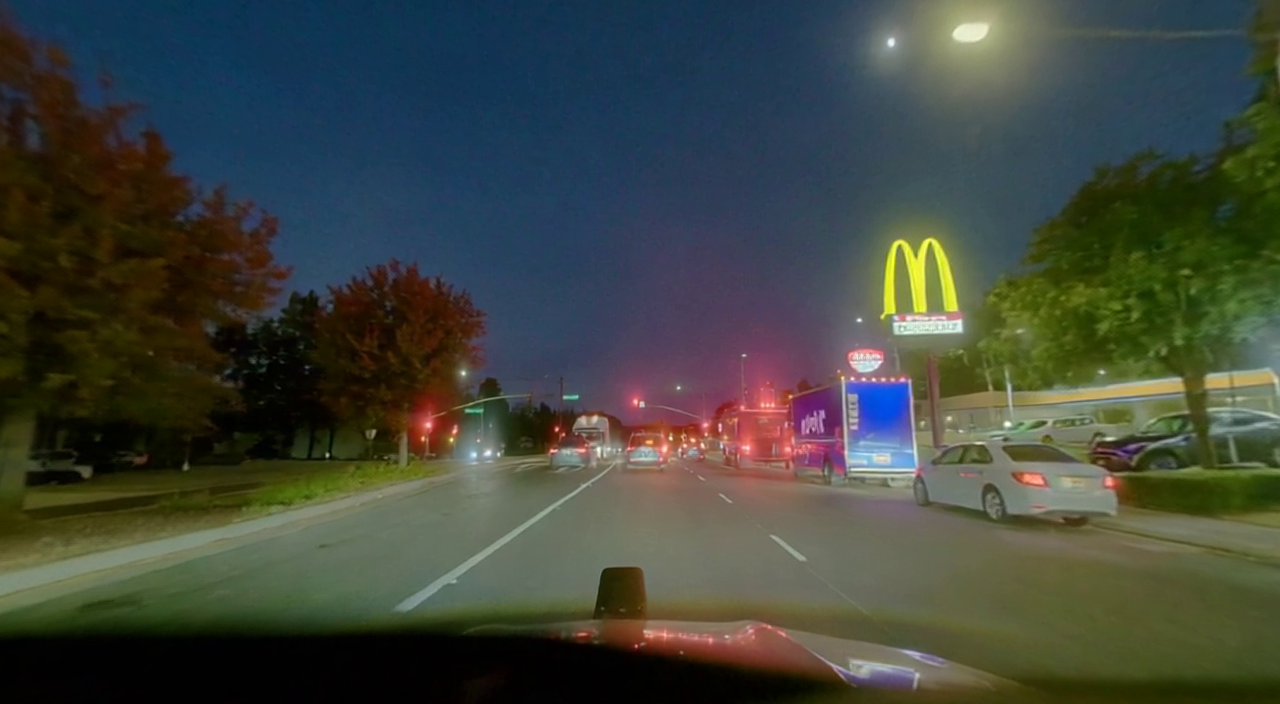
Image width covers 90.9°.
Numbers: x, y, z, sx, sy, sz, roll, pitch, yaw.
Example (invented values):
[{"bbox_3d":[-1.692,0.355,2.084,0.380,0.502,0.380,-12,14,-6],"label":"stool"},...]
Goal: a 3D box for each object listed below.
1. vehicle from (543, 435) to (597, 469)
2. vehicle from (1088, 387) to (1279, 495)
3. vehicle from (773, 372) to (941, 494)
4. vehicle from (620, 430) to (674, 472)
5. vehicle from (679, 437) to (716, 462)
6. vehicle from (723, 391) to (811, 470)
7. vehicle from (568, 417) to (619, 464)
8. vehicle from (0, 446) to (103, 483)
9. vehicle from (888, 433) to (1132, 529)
[{"bbox_3d":[-3.314,4.844,30.641,2.008,1.500,4.369,-1,-8,1],"label":"vehicle"},{"bbox_3d":[13.750,2.200,15.699,5.354,2.214,2.504,6,-10,-36],"label":"vehicle"},{"bbox_3d":[6.858,2.813,21.521,2.891,3.361,7.843,-1,-8,0],"label":"vehicle"},{"bbox_3d":[0.344,4.396,28.216,2.209,1.718,4.008,-1,-8,1],"label":"vehicle"},{"bbox_3d":[3.737,6.458,41.775,2.075,1.540,4.411,-1,-8,1],"label":"vehicle"},{"bbox_3d":[7.005,4.662,36.593,2.816,3.804,10.315,-2,-9,0],"label":"vehicle"},{"bbox_3d":[-2.950,5.866,41.721,2.715,2.791,7.171,-1,-8,1],"label":"vehicle"},{"bbox_3d":[-29.268,5.330,30.100,1.971,1.578,5.304,-2,-8,12],"label":"vehicle"},{"bbox_3d":[6.702,2.359,12.192,1.980,1.473,4.537,-1,-8,1],"label":"vehicle"}]
